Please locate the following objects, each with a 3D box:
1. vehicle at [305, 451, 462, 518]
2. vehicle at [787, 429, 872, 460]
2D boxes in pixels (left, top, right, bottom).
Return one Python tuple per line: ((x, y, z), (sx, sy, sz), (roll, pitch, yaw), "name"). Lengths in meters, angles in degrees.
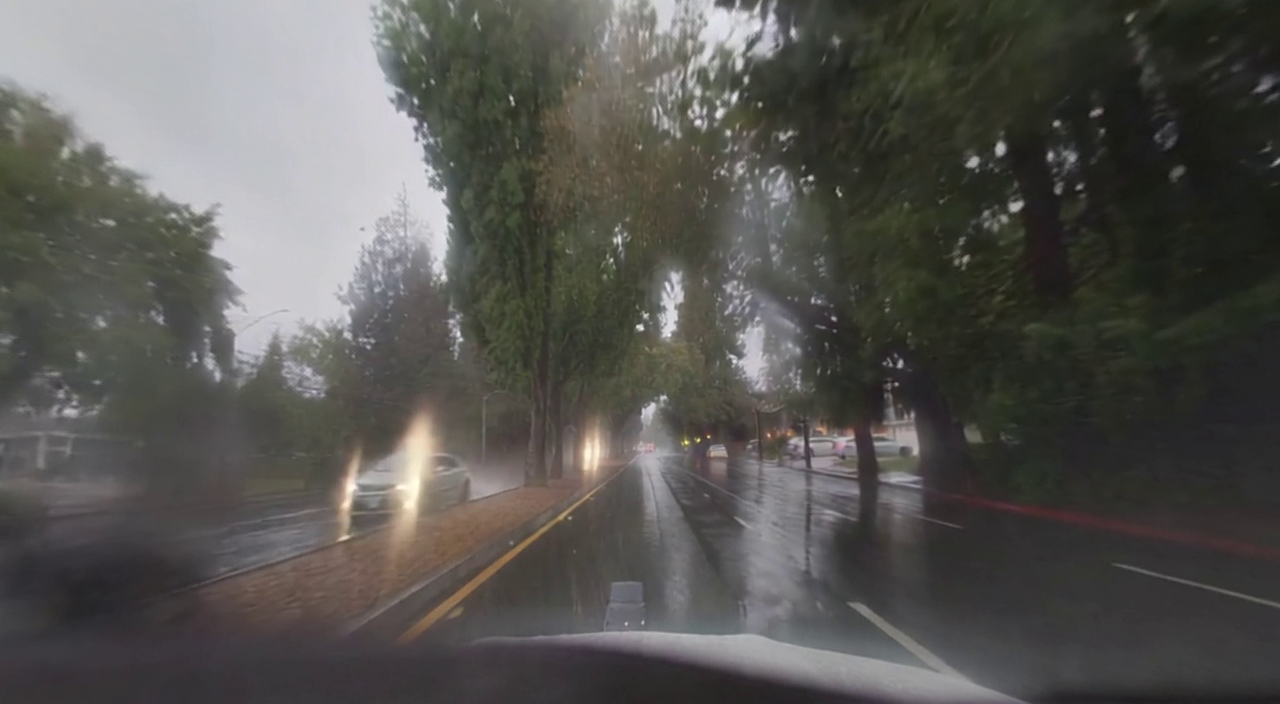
((-6.543, 3.397, 16.787), (2.188, 1.478, 4.567), (0, -8, 1), "vehicle")
((14.875, 7.300, 49.828), (5.886, 2.000, 2.372), (-4, -8, 5), "vehicle")
